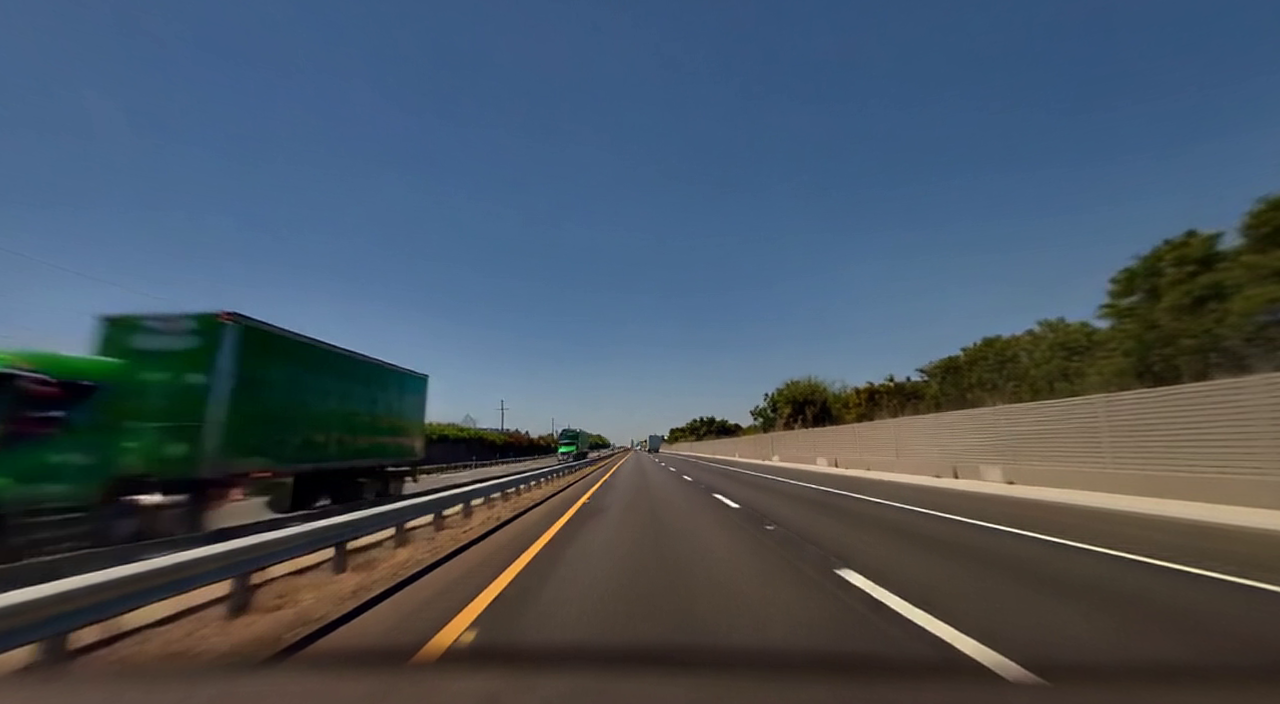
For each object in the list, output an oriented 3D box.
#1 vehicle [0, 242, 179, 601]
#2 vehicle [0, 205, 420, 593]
[{"bbox_3d":[-8.481,0.673,6.284,3.025,3.871,5.988,0,-9,-1],"label":"vehicle"},{"bbox_3d":[-8.499,1.475,12.930,3.008,4.149,13.991,0,-9,-1],"label":"vehicle"}]
